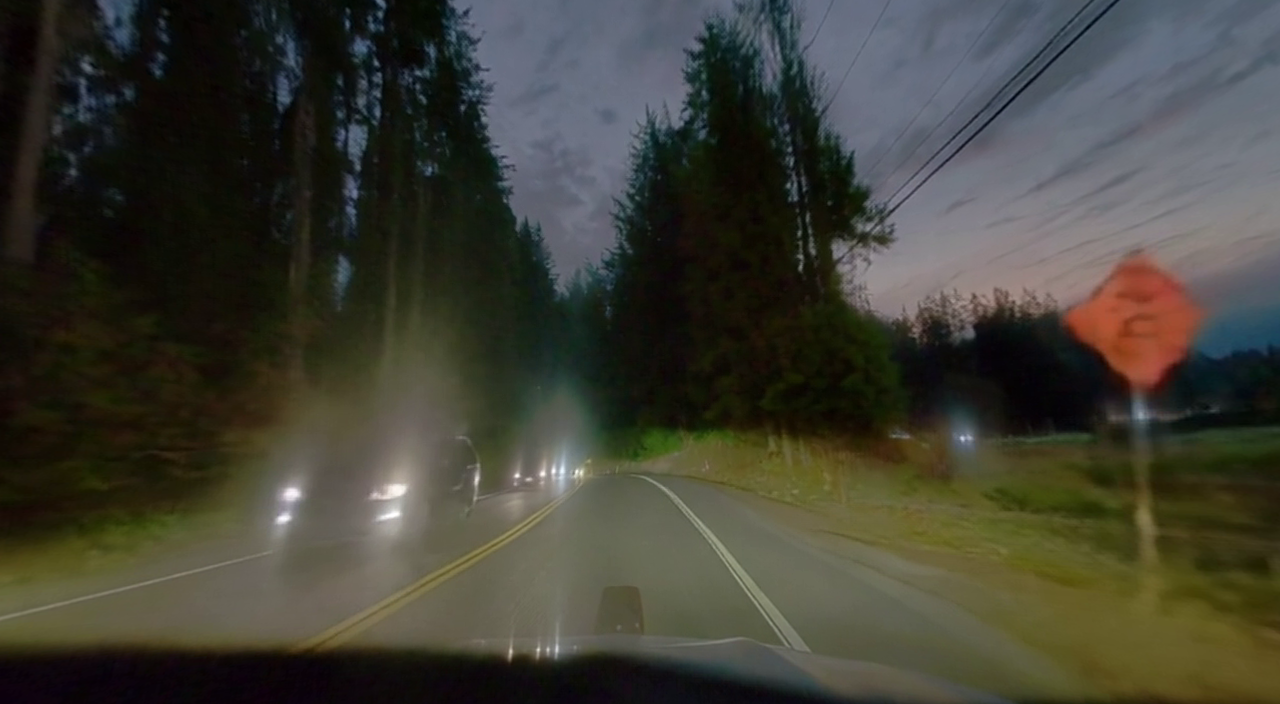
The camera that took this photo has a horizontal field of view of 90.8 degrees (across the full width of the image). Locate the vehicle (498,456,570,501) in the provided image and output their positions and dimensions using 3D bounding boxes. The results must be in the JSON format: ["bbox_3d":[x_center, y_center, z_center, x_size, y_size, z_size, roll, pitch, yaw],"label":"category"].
[{"bbox_3d":[-3.769,4.576,23.252,2.032,1.444,4.164,0,-9,-1],"label":"vehicle"}]

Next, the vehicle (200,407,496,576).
[{"bbox_3d":[-4.027,2.056,10.078,2.221,1.969,5.153,0,-9,0],"label":"vehicle"}]
